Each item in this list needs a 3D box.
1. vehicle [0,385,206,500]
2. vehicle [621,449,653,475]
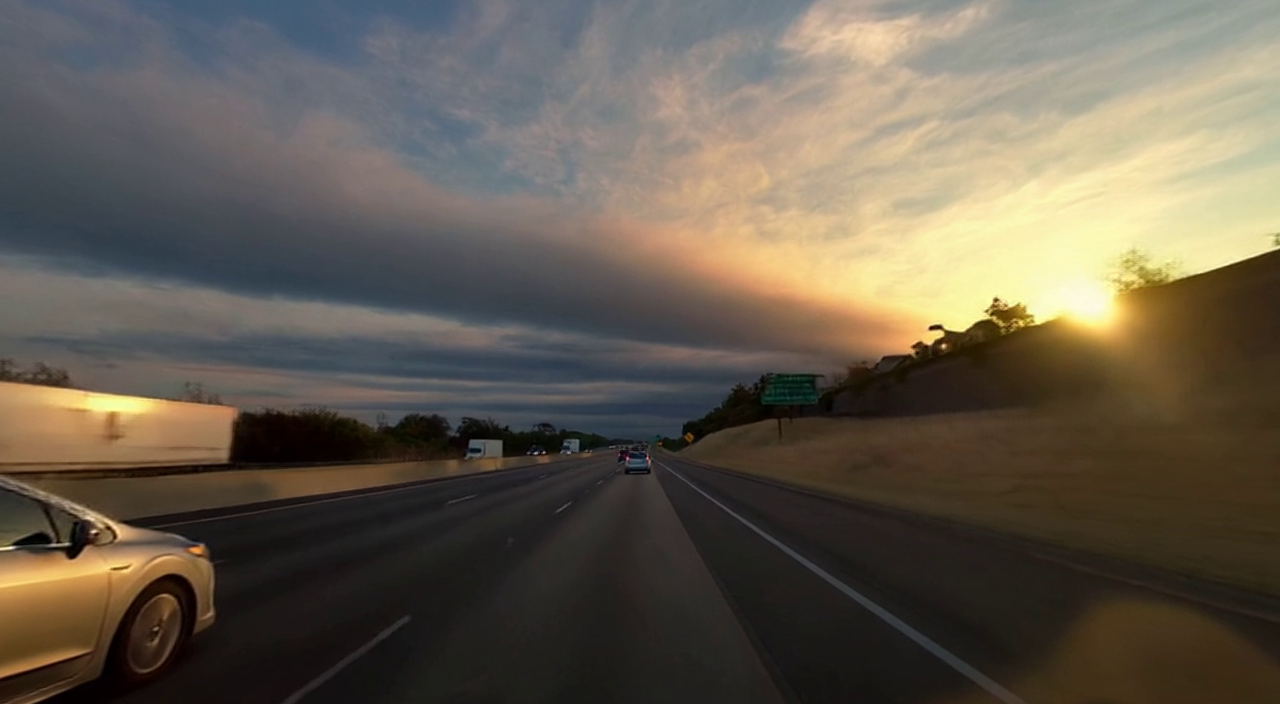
[{"bbox_3d":[-23.156,3.446,23.814,2.903,3.856,14.989,0,-9,0],"label":"vehicle"},{"bbox_3d":[-0.160,6.765,38.938,1.908,1.515,3.871,0,-9,0],"label":"vehicle"}]
